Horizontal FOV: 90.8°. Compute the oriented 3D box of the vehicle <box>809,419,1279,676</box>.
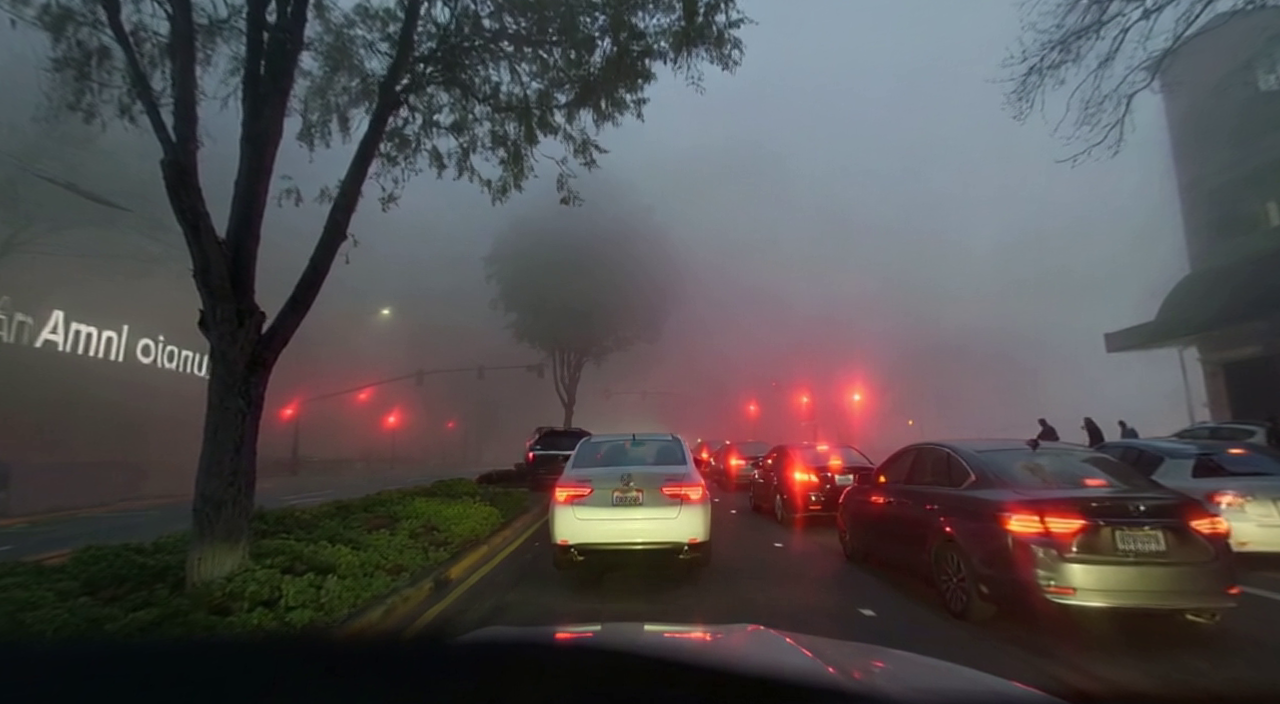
[{"bbox_3d":[3.219,1.468,5.974,1.912,1.454,4.537,0,-9,-1],"label":"vehicle"}]

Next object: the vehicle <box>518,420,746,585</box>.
[{"bbox_3d":[-0.111,1.703,7.948,2.118,1.512,4.013,0,-9,-1],"label":"vehicle"}]
